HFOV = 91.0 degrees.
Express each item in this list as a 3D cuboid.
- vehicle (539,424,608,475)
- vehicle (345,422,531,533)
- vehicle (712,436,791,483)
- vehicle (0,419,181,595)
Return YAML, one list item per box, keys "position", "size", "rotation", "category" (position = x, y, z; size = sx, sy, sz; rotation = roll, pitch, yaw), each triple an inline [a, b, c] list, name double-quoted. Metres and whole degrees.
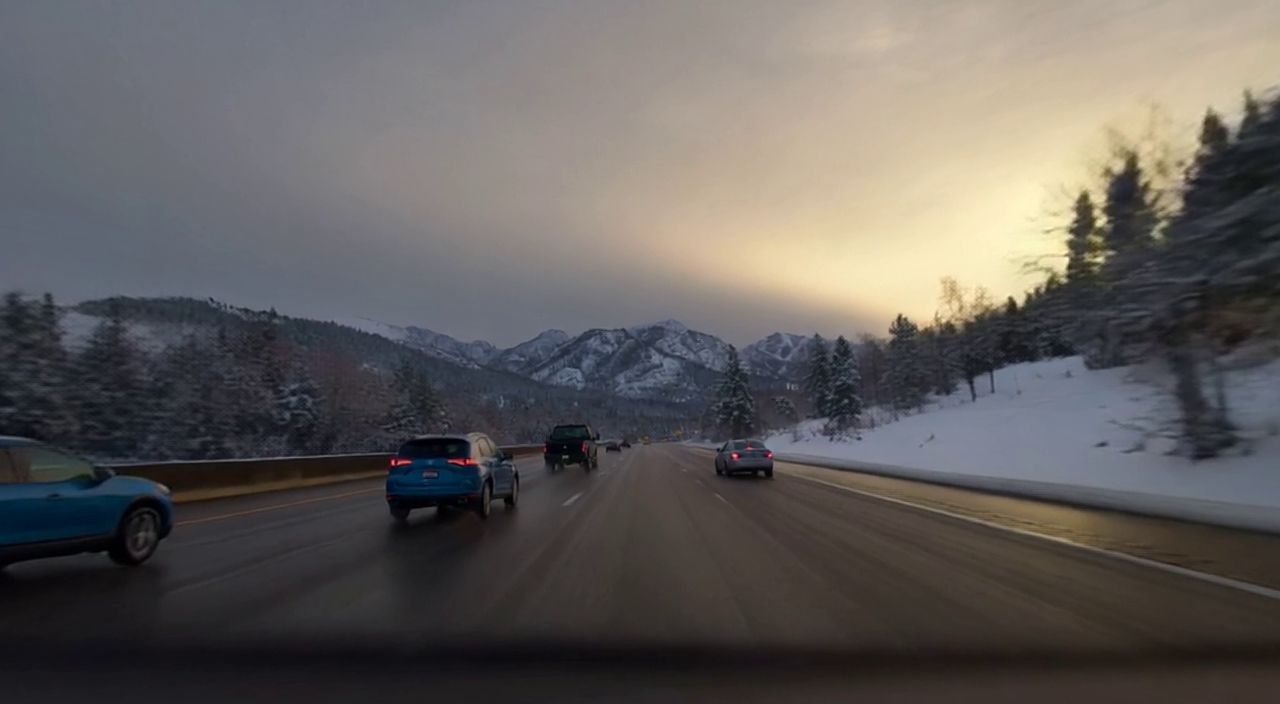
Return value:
- position: [-3.005, 4.575, 29.794]
  size: [2.494, 2.136, 5.539]
  rotation: [0, -8, 2]
  category: "vehicle"
- position: [-3.535, 2.254, 12.009]
  size: [2.080, 1.716, 4.207]
  rotation: [0, -8, 1]
  category: "vehicle"
- position: [4.067, 3.995, 23.790]
  size: [2.071, 1.570, 4.637]
  rotation: [0, -8, -1]
  category: "vehicle"
- position: [-7.045, 1.440, 5.807]
  size: [2.084, 1.639, 4.648]
  rotation: [0, -8, 0]
  category: "vehicle"
